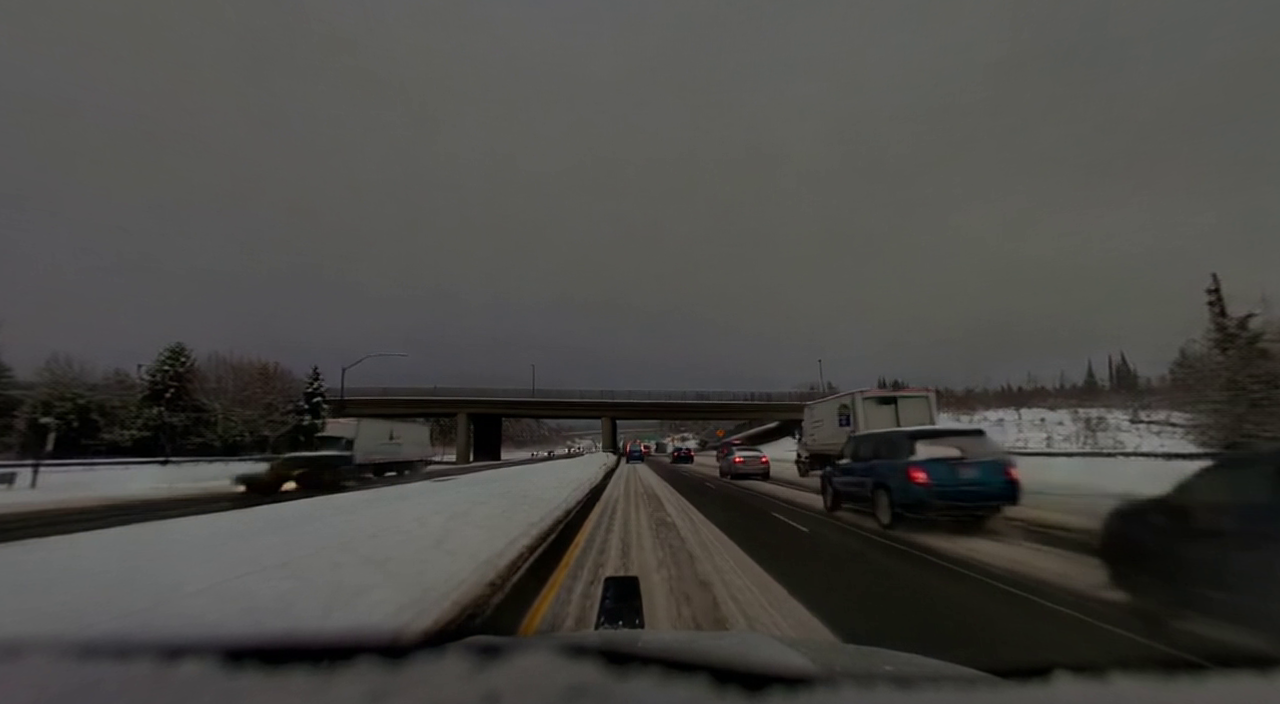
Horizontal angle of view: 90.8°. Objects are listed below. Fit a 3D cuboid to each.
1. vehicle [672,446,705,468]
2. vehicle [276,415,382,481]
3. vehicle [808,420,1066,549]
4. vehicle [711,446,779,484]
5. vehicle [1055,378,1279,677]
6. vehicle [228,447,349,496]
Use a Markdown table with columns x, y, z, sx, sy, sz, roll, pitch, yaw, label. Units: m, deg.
| x | y | z | sx | sy | sz | roll | pitch | yaw | label |
| --- | --- | --- | --- | --- | --- | --- | --- | --- | --- |
| 3.673 | 8.032 | 48.406 | 2.005 | 1.585 | 4.863 | 0 | -9 | -2 | vehicle |
| -20.774 | 6.518 | 42.982 | 3.051 | 3.996 | 8.261 | 0 | -9 | -1 | vehicle |
| 4.639 | 2.129 | 10.876 | 2.092 | 1.710 | 4.587 | 0 | -9 | -1 | vehicle |
| 4.281 | 4.682 | 26.513 | 1.971 | 1.453 | 4.414 | 0 | -9 | -2 | vehicle |
| 4.730 | 0.943 | 3.214 | 2.084 | 1.698 | 4.489 | 0 | -9 | -1 | vehicle |
| -12.942 | 4.389 | 23.639 | 1.971 | 1.612 | 4.481 | 0 | -9 | -1 | vehicle |
